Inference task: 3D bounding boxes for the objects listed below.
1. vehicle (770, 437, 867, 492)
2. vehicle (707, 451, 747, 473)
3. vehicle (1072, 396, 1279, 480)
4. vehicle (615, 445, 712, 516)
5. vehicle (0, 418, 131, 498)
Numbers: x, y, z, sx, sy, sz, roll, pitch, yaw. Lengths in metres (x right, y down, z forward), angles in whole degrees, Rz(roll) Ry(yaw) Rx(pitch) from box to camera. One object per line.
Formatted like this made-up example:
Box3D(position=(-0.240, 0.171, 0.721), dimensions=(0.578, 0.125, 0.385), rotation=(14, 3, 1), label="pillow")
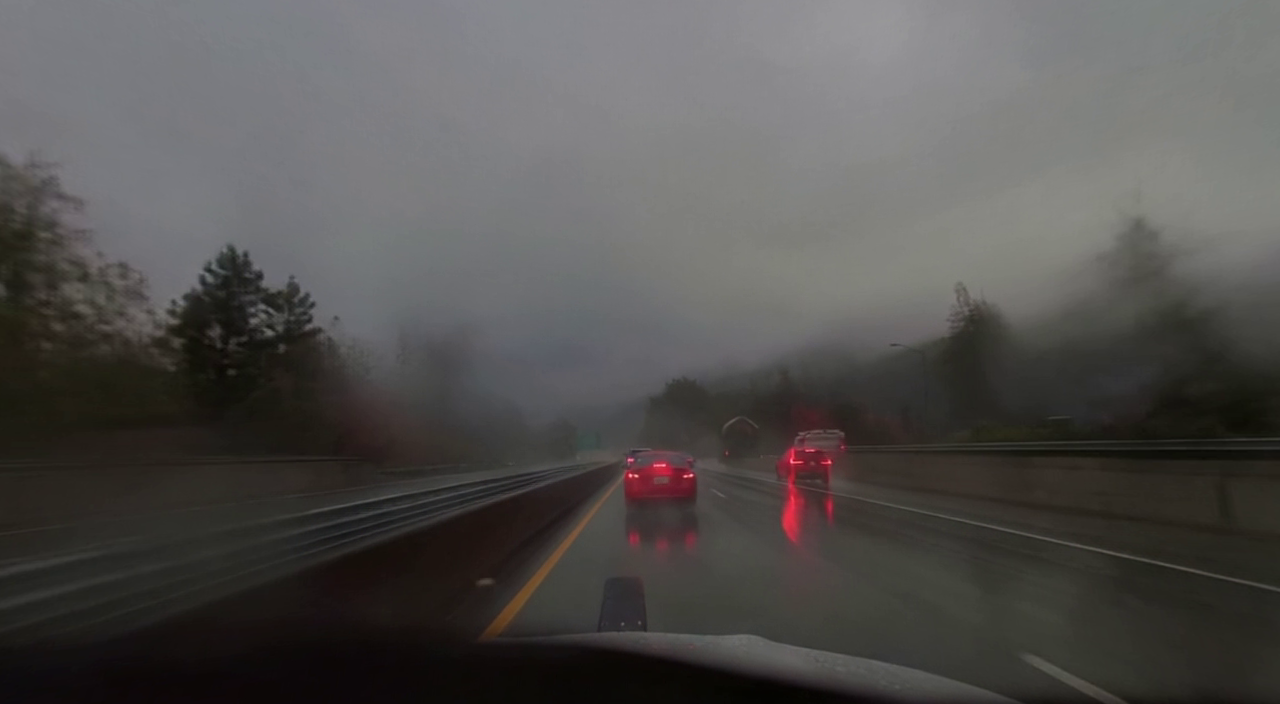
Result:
Box3D(position=(6.508, 4.149, 23.577), dimensions=(2.177, 1.827, 4.565), rotation=(0, -9, -1), label="vehicle")
Box3D(position=(6.025, 7.633, 43.962), dimensions=(2.015, 1.454, 4.324), rotation=(0, -9, -2), label="vehicle")
Box3D(position=(31.741, 5.006, 35.917), dimensions=(2.822, 3.996, 14.073), rotation=(1, -9, -7), label="vehicle")
Box3D(position=(0.484, 3.060, 15.425), dimensions=(2.076, 1.485, 3.774), rotation=(0, -9, 0), label="vehicle")
Box3D(position=(-33.327, 5.931, 35.344), dimensions=(2.902, 3.981, 7.819), rotation=(-3, -8, 0), label="vehicle")
